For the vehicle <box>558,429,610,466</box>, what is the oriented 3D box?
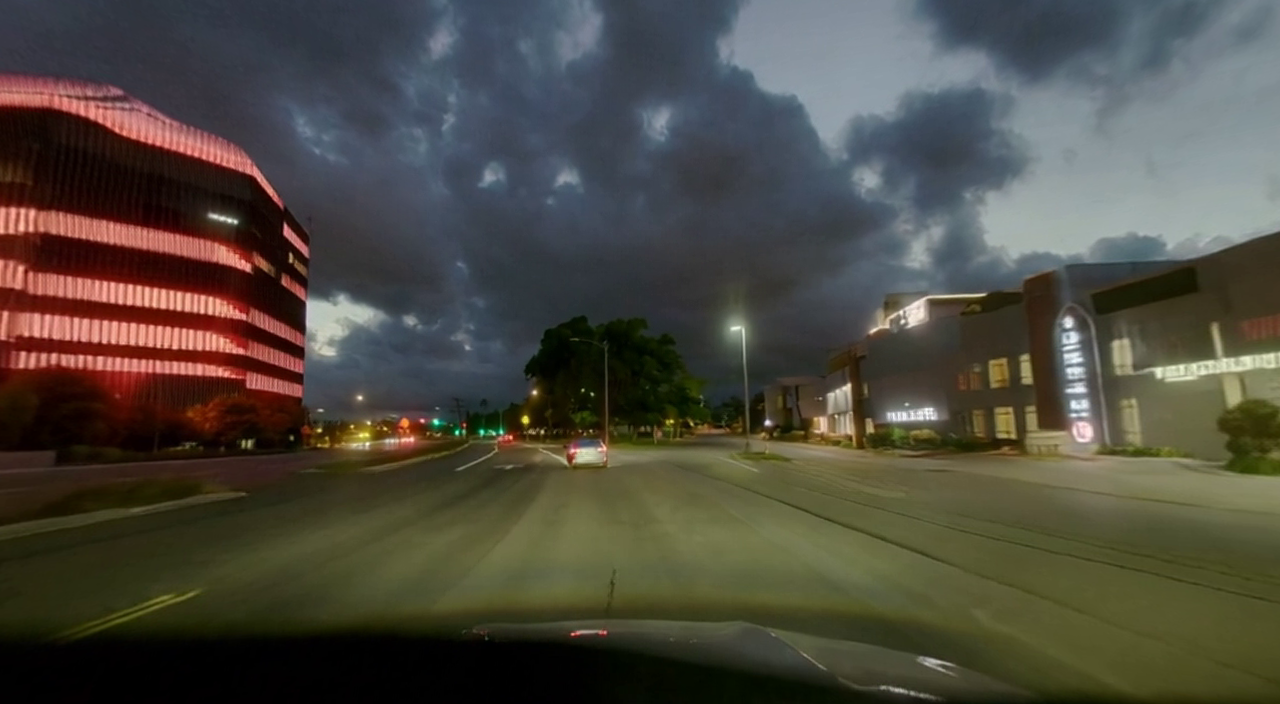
[{"bbox_3d":[-2.685,4.393,29.211,2.231,1.572,4.227,1,-8,-7],"label":"vehicle"}]
